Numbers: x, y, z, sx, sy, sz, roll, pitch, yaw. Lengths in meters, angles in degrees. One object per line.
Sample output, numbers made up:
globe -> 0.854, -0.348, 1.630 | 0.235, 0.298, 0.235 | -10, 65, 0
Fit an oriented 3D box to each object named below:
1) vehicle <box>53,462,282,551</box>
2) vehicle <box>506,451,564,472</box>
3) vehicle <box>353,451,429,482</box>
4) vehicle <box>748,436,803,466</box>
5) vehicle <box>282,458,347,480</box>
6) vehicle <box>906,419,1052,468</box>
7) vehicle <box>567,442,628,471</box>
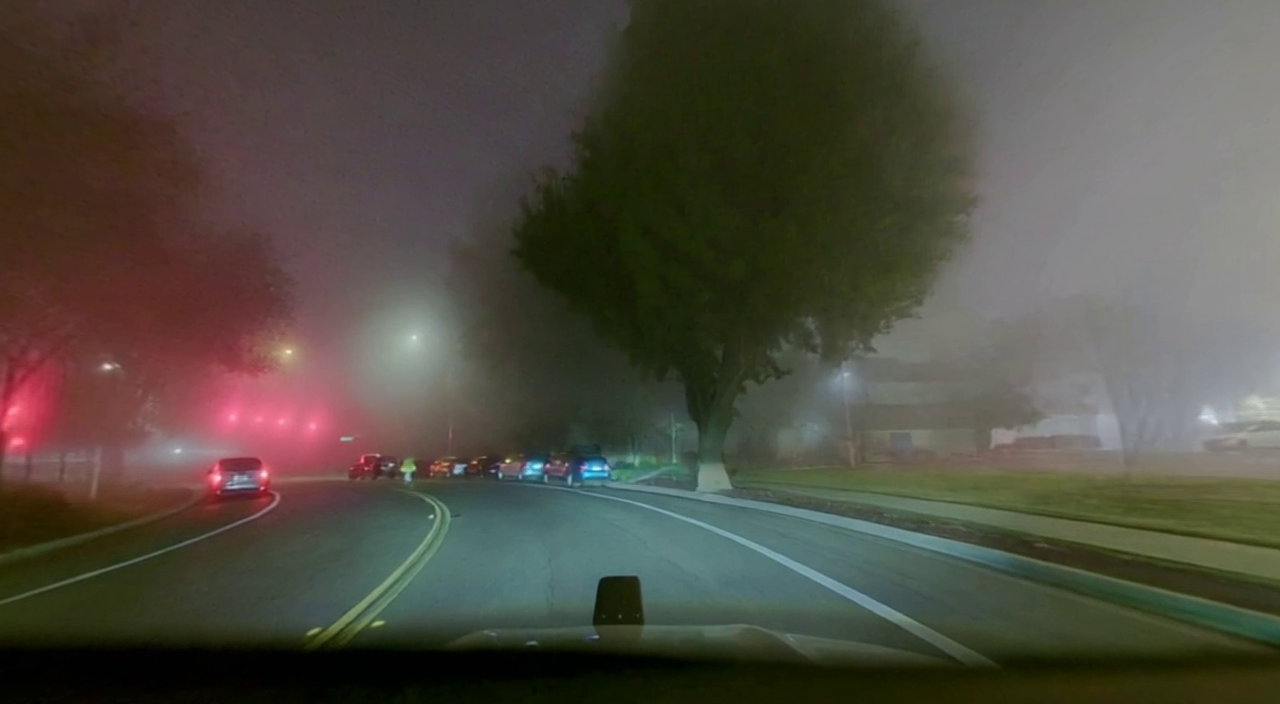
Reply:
vehicle -> -11.405, 3.683, 16.185 | 2.772, 1.161, 7.241 | 0, -6, -21
vehicle -> -7.947, 8.333, 48.153 | 2.036, 1.517, 4.225 | -6, -10, 30
vehicle -> -16.489, 7.505, 41.726 | 5.202, 1.817, 2.042 | -5, -9, 36
vehicle -> 8.407, 6.046, 38.900 | 1.900, 1.711, 4.666 | -5, -10, 30
vehicle -> -24.544, 8.779, 47.636 | 4.611, 1.519, 2.053 | -5, -10, 28
vehicle -> 12.063, 3.308, 22.681 | 4.308, 1.433, 1.871 | -7, -7, 28
vehicle -> -3.010, 7.518, 45.738 | 2.229, 1.723, 4.372 | -4, -6, 32
